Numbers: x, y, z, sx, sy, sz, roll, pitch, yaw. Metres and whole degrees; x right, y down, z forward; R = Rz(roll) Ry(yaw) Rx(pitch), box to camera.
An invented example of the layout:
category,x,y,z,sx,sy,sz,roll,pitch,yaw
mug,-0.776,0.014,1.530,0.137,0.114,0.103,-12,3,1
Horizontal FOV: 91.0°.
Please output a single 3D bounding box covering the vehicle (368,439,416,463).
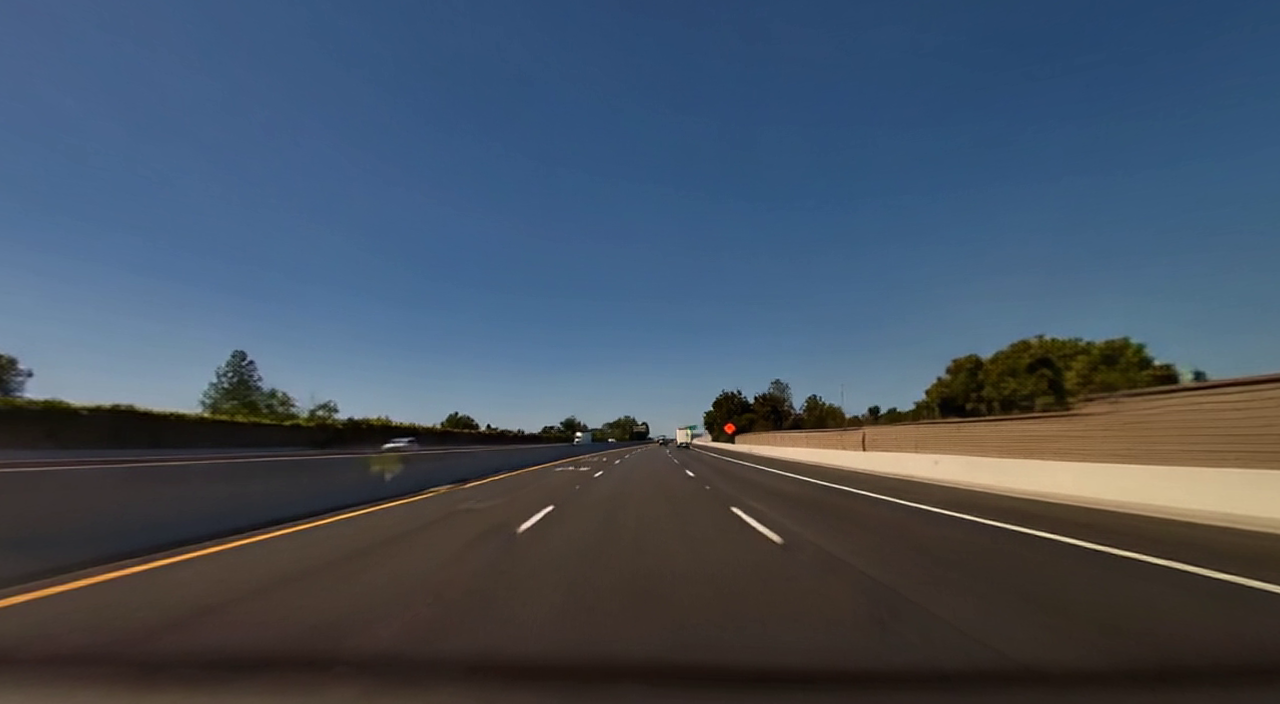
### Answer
category,x,y,z,sx,sy,sz,roll,pitch,yaw
vehicle,-19.322,7.700,49.209,1.910,1.779,4.264,-1,-8,1
